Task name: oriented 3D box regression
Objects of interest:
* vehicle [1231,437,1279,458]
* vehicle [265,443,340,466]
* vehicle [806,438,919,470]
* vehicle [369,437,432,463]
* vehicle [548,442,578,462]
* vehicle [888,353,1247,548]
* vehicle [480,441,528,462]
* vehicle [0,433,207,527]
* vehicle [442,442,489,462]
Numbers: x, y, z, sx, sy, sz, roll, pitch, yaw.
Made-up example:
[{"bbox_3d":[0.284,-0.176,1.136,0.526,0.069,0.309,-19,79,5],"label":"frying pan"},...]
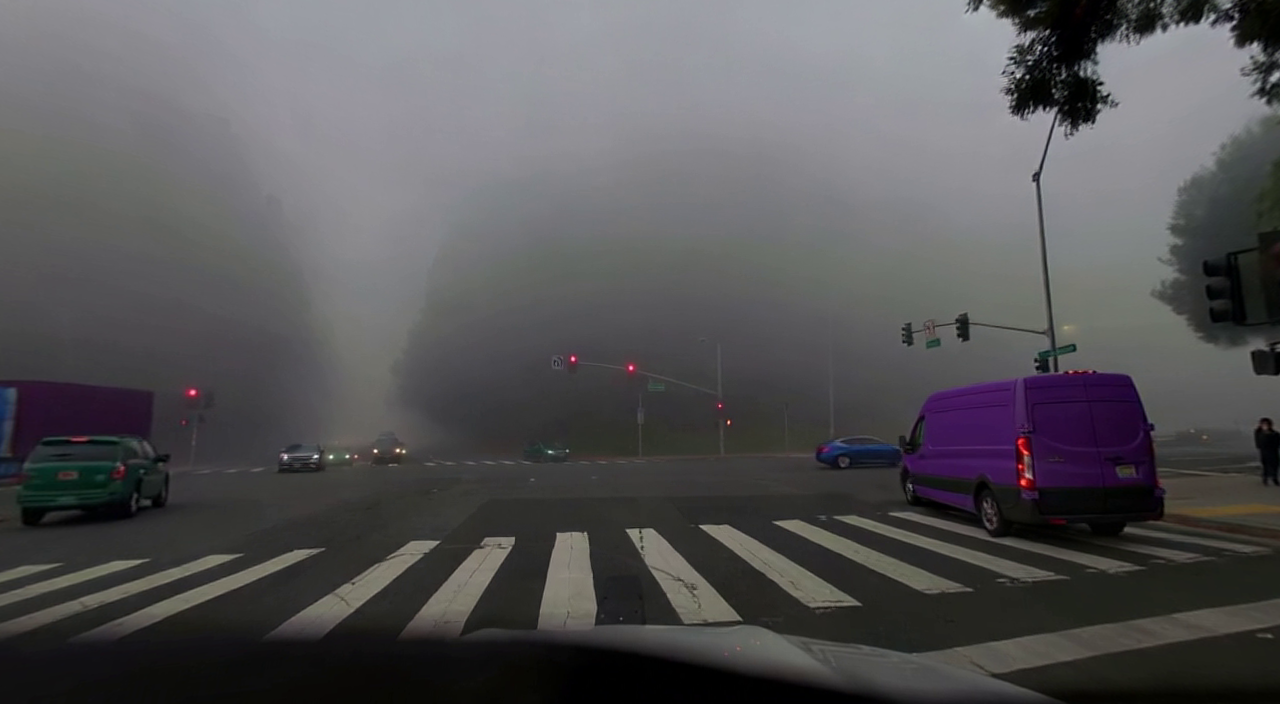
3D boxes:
[{"bbox_3d":[45.922,7.036,46.610,4.458,1.469,1.851,4,-10,-27],"label":"vehicle"},{"bbox_3d":[-21.803,6.647,41.019,1.859,1.415,4.591,-1,-9,8],"label":"vehicle"},{"bbox_3d":[10.956,5.059,31.451,4.846,1.487,2.086,-1,-9,4],"label":"vehicle"},{"bbox_3d":[-17.345,7.155,46.016,2.189,1.753,4.785,-1,-9,8],"label":"vehicle"},{"bbox_3d":[-5.777,7.554,47.934,1.907,1.409,3.909,0,-9,-2],"label":"vehicle"},{"bbox_3d":[6.556,1.650,10.872,2.332,2.511,5.326,0,-9,0],"label":"vehicle"},{"bbox_3d":[-10.109,7.469,47.410,2.097,1.484,4.596,-1,-9,7],"label":"vehicle"},{"bbox_3d":[-10.393,2.407,12.494,1.993,1.496,4.524,3,-9,-22],"label":"vehicle"},{"bbox_3d":[-13.145,7.591,47.860,1.845,1.426,4.289,-1,-9,8],"label":"vehicle"}]
